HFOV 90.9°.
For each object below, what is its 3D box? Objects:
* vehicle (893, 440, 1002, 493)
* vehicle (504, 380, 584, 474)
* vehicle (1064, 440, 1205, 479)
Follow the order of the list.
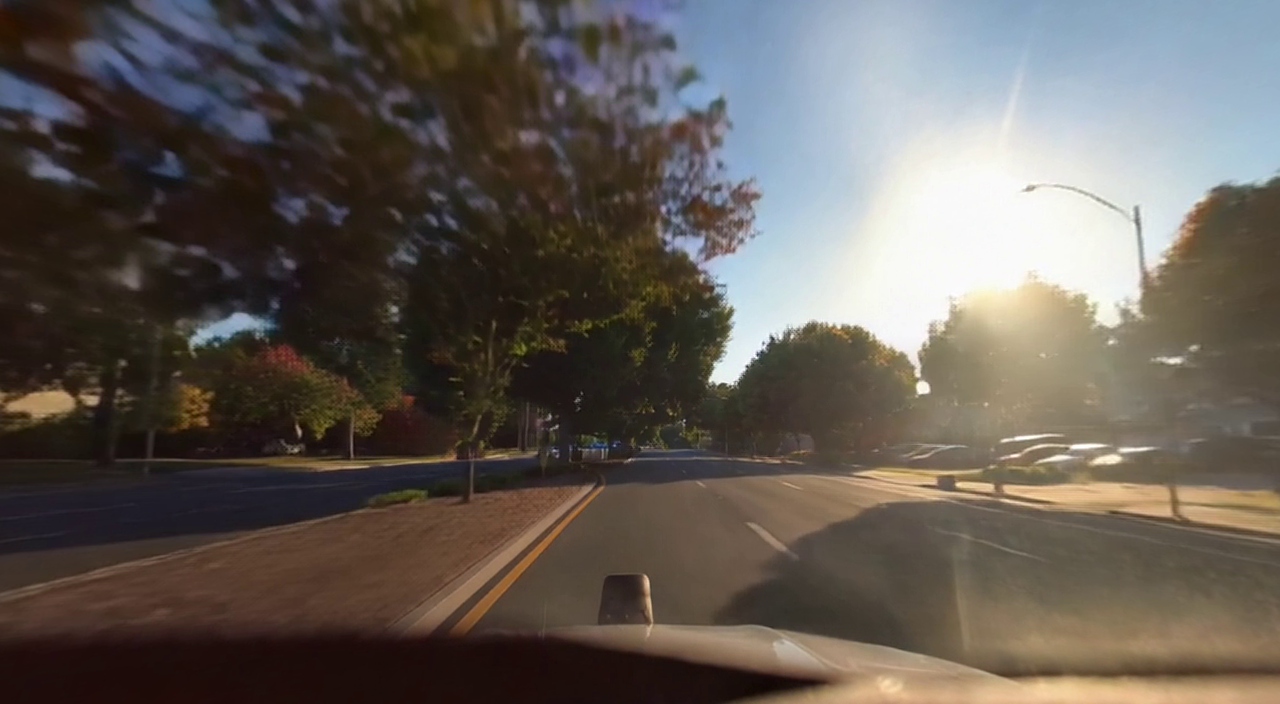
[{"bbox_3d":[11.324,4.204,23.612,1.976,1.780,4.352,0,-8,1],"label":"vehicle"},{"bbox_3d":[-4.008,3.268,27.263,3.008,3.786,3.422,0,-8,-2],"label":"vehicle"},{"bbox_3d":[22.421,4.858,28.749,4.570,1.521,2.029,1,-8,7],"label":"vehicle"}]
